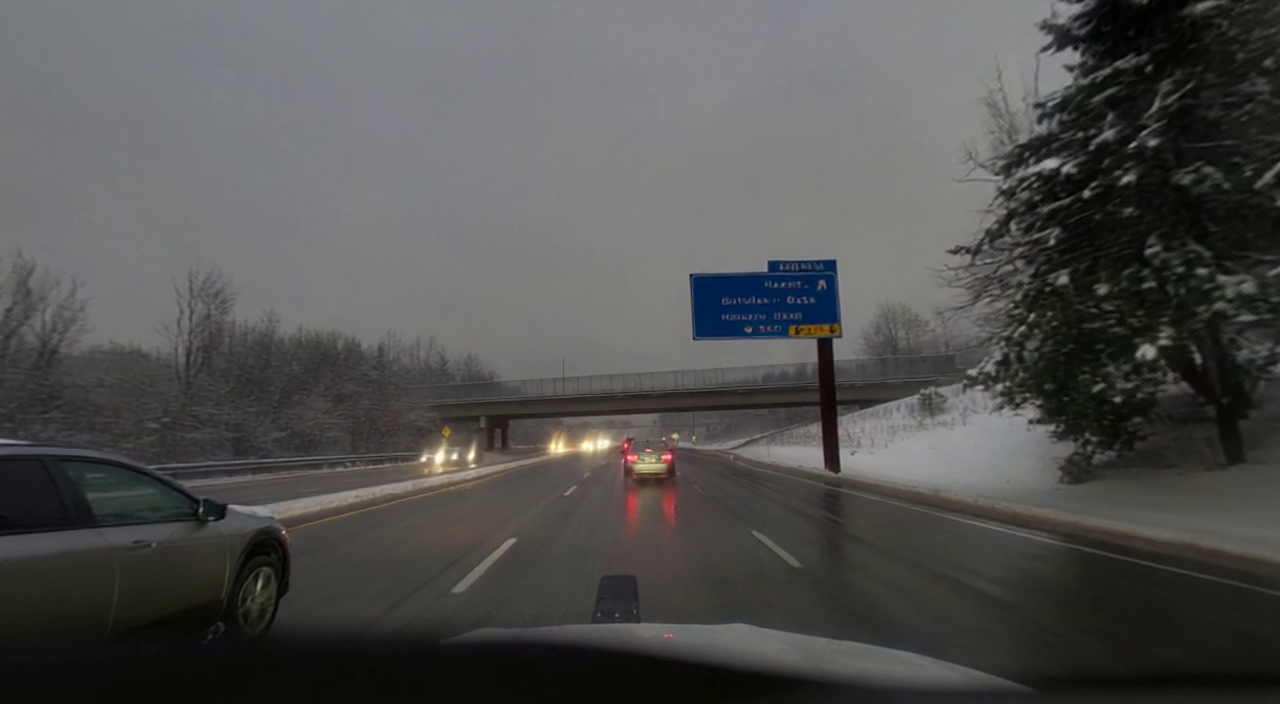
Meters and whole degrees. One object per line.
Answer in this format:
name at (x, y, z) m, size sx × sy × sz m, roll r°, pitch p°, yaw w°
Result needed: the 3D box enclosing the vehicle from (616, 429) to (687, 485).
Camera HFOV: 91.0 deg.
vehicle at (0.272, 3.434, 20.842) m, size 2.092 × 1.636 × 4.024 m, roll 0°, pitch -8°, yaw -2°
